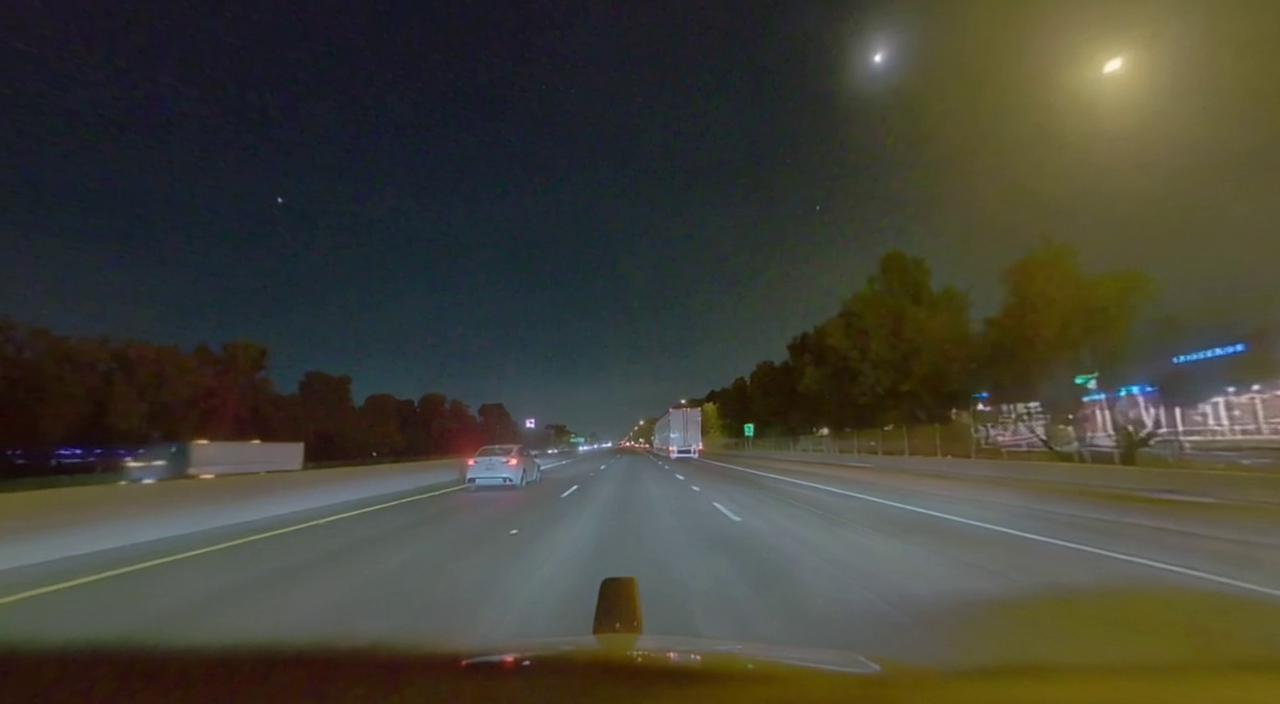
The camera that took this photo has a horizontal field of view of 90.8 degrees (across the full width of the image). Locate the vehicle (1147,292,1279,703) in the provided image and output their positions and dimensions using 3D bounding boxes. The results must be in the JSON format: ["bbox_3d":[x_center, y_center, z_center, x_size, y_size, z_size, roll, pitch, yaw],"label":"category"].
[{"bbox_3d":[3.382,0.413,0.563,2.065,1.760,4.488,0,-8,0],"label":"vehicle"}]

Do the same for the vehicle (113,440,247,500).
[{"bbox_3d":[-33.034,8.419,46.025,2.948,3.897,8.777,0,-8,0],"label":"vehicle"}]

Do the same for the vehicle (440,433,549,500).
[{"bbox_3d":[-3.873,3.114,17.696,1.903,1.607,4.770,0,-8,0],"label":"vehicle"}]
